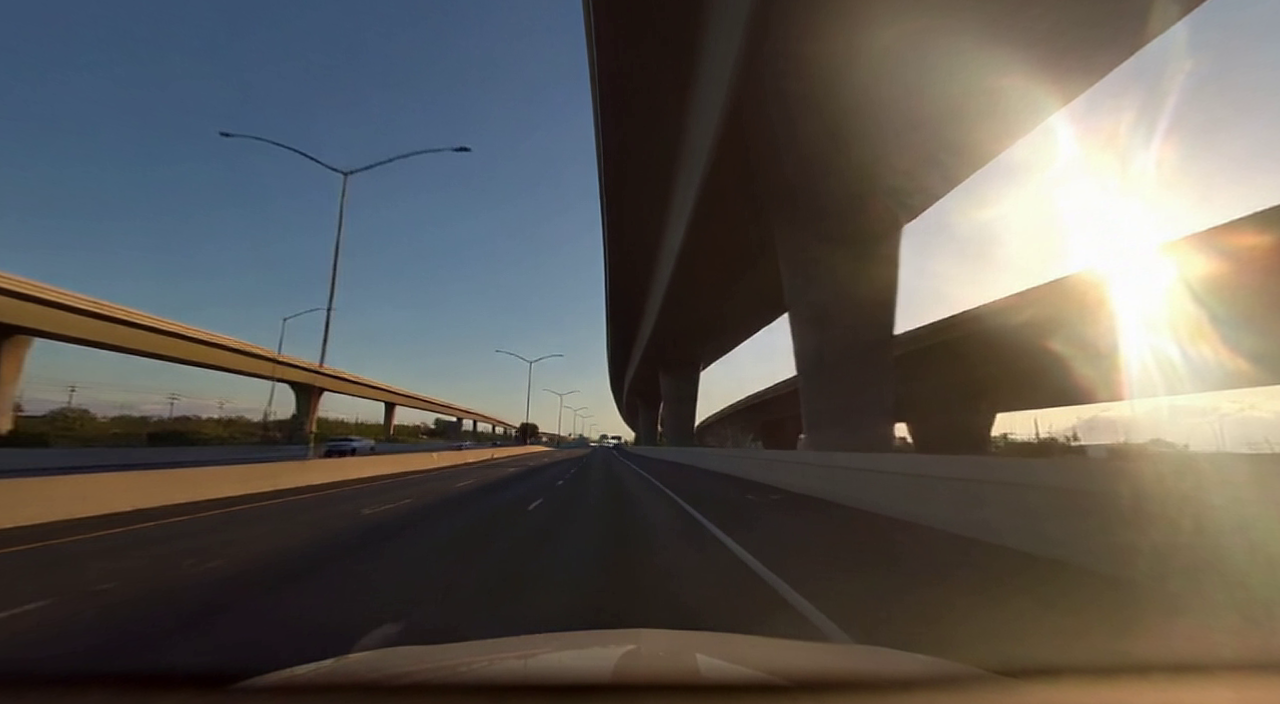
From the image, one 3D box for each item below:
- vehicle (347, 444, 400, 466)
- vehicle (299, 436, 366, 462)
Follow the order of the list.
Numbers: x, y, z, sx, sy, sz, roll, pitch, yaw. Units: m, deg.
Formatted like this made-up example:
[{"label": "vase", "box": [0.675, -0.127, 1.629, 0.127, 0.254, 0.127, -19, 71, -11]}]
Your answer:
[{"label": "vehicle", "box": [-18.750, 7.252, 44.561, 2.005, 1.446, 4.235, 0, -9, -1]}, {"label": "vehicle", "box": [-22.717, 7.200, 46.849, 2.239, 1.802, 5.754, 0, -9, -2]}]
